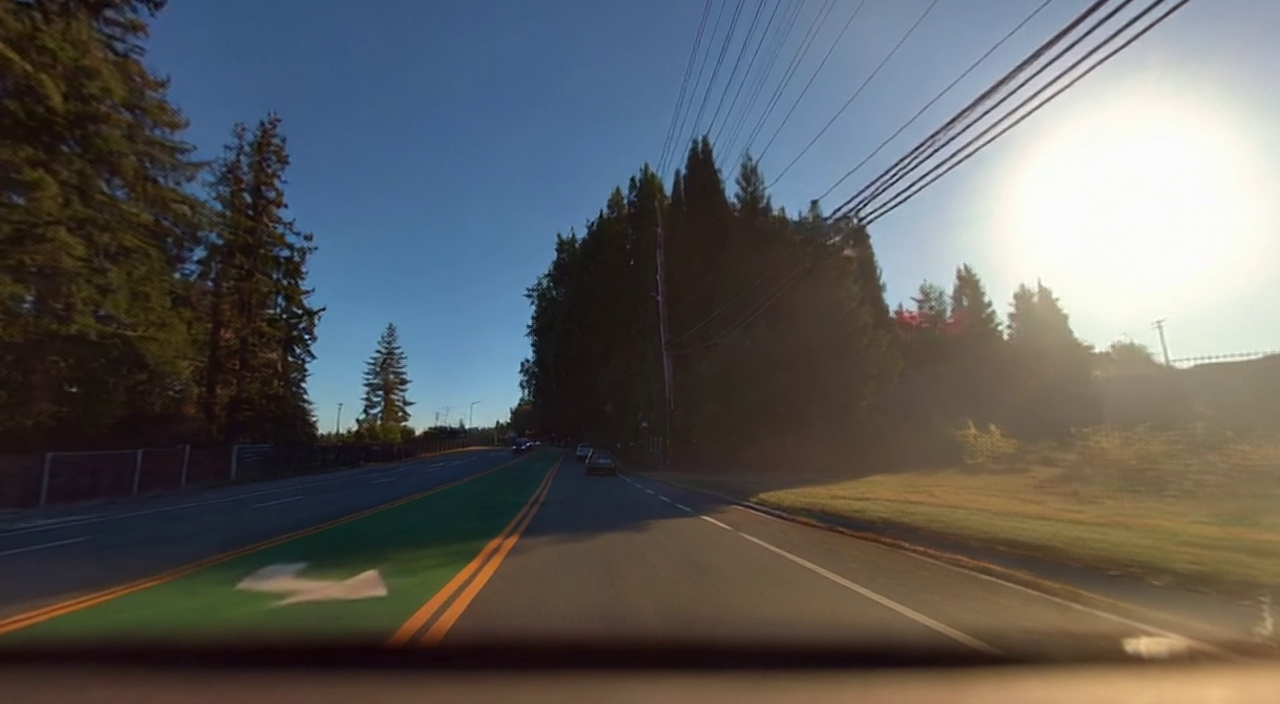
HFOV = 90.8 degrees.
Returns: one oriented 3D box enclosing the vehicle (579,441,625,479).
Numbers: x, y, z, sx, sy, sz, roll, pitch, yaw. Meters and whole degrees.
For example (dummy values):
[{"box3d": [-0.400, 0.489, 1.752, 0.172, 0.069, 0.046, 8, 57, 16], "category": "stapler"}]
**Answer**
[{"box3d": [-2.012, 5.430, 32.105, 2.140, 1.767, 4.720, 1, -9, -6], "category": "vehicle"}]
